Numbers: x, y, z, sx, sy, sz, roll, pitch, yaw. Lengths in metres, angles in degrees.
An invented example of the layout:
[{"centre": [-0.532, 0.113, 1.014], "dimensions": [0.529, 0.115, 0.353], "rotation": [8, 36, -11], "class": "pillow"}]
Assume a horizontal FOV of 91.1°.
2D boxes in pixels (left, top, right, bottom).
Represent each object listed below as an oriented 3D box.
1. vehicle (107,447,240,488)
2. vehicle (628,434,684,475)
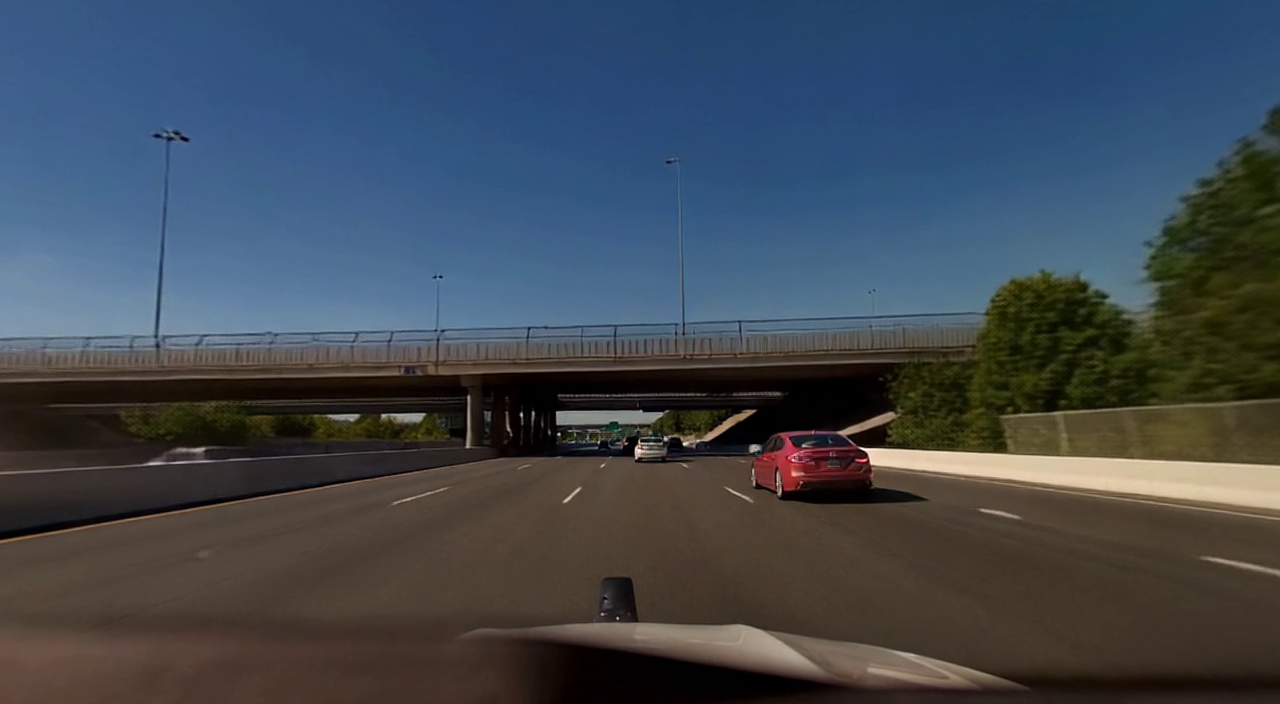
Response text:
[{"centre": [-19.353, 4.778, 26.428], "dimensions": [1.998, 1.482, 4.715], "rotation": [0, -8, 0], "class": "vehicle"}, {"centre": [0.543, 3.982, 24.796], "dimensions": [2.046, 1.467, 3.844], "rotation": [0, -8, -1], "class": "vehicle"}]
